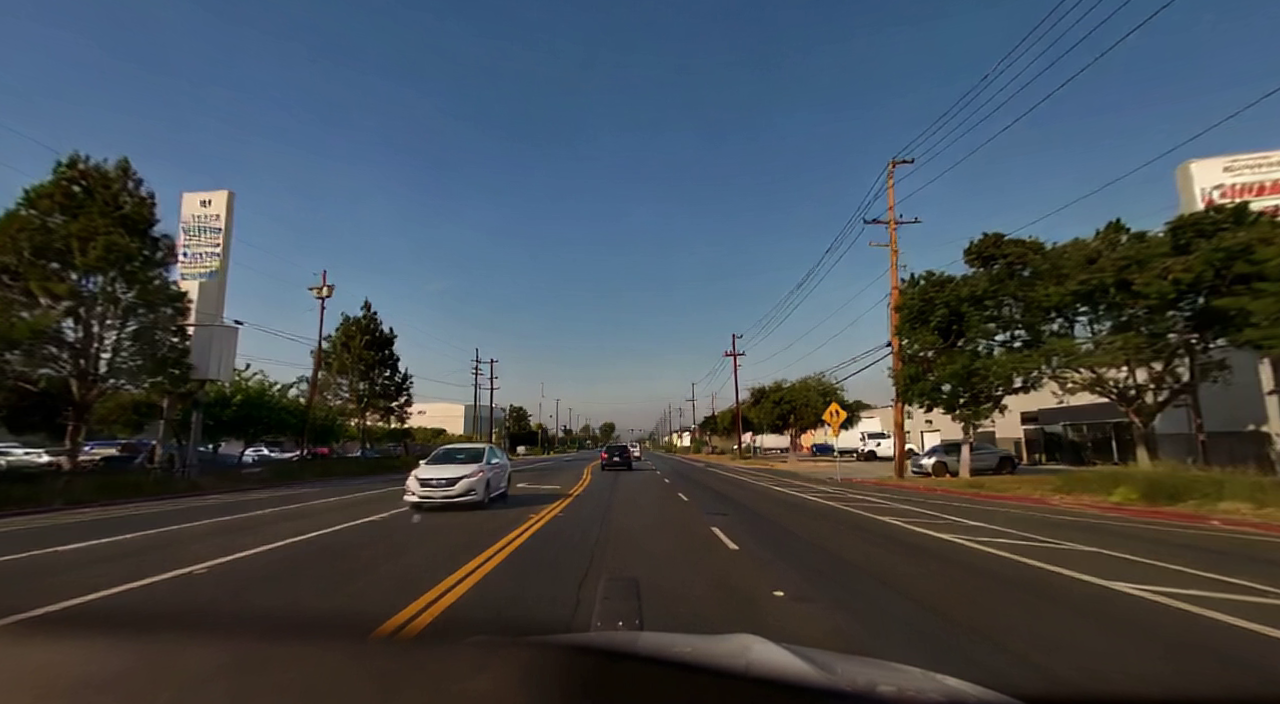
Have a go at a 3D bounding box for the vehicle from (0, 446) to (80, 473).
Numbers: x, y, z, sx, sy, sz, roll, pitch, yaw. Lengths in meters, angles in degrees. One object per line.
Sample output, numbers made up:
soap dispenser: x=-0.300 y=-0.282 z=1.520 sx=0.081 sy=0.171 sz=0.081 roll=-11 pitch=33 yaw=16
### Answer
vehicle: x=-40.132 y=7.051 z=41.589 sx=4.565 sy=1.737 sz=1.983 roll=0 pitch=-8 yaw=1

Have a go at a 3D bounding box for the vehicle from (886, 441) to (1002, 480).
vehicle: x=17.264 y=6.168 z=36.302 sx=2.423 sy=2.005 sz=5.671 roll=3 pitch=-9 yaw=-23

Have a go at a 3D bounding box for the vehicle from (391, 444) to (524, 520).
vehicle: x=-3.909 y=2.817 z=14.322 sx=1.863 sy=1.435 sz=4.204 roll=0 pitch=-8 yaw=-1

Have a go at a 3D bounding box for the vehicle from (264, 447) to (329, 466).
vehicle: x=-26.946 y=8.212 z=49.672 sx=3.983 sy=1.472 sz=1.898 roll=0 pitch=-8 yaw=-1

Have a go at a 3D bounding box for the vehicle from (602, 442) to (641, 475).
vehicle: x=-0.967 y=5.507 z=32.986 sx=1.937 sy=1.588 sz=3.746 roll=0 pitch=-8 yaw=-1
